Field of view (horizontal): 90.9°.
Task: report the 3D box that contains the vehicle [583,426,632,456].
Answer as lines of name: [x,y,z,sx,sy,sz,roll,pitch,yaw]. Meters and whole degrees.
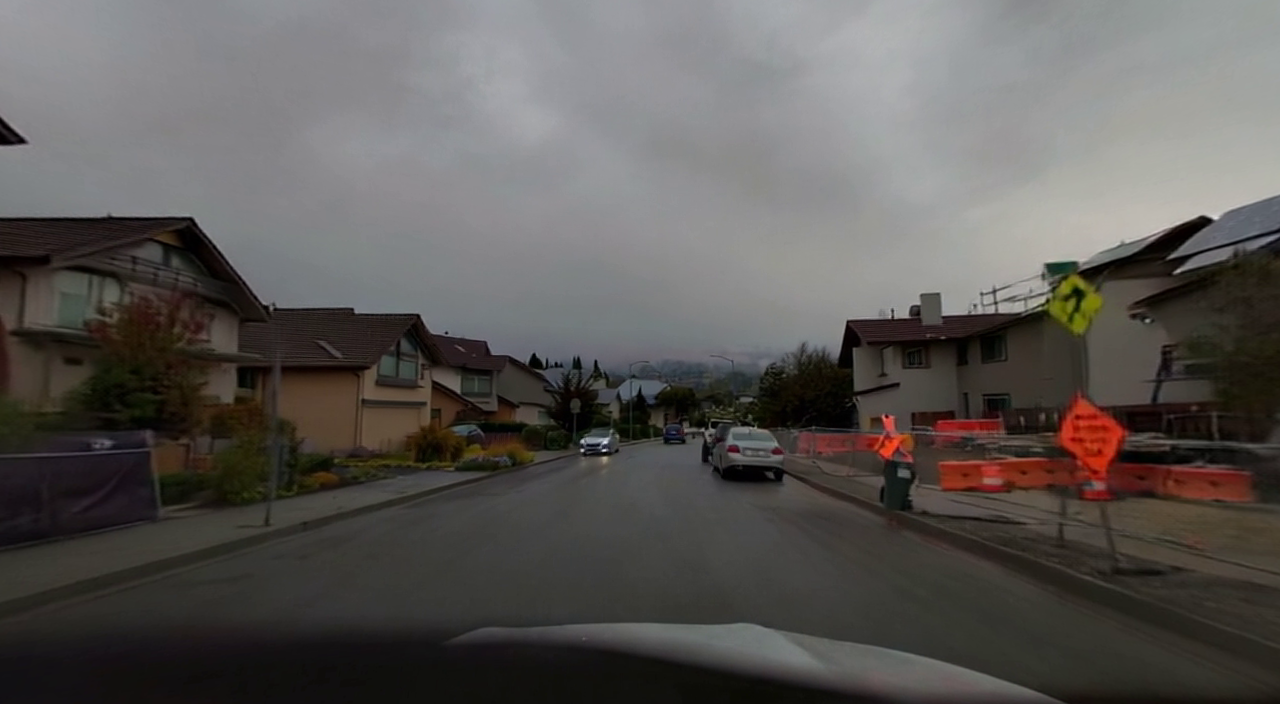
vehicle: [-1.673,4.726,33.601,1.972,1.499,4.191,-1,-8,6]

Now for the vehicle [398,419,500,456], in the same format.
vehicle: [-9.273,4.172,30.847,4.205,1.745,2.121,-1,-8,6]

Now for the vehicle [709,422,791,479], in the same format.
vehicle: [3.113,2.858,18.590,1.998,1.494,3.927,-1,-8,4]
